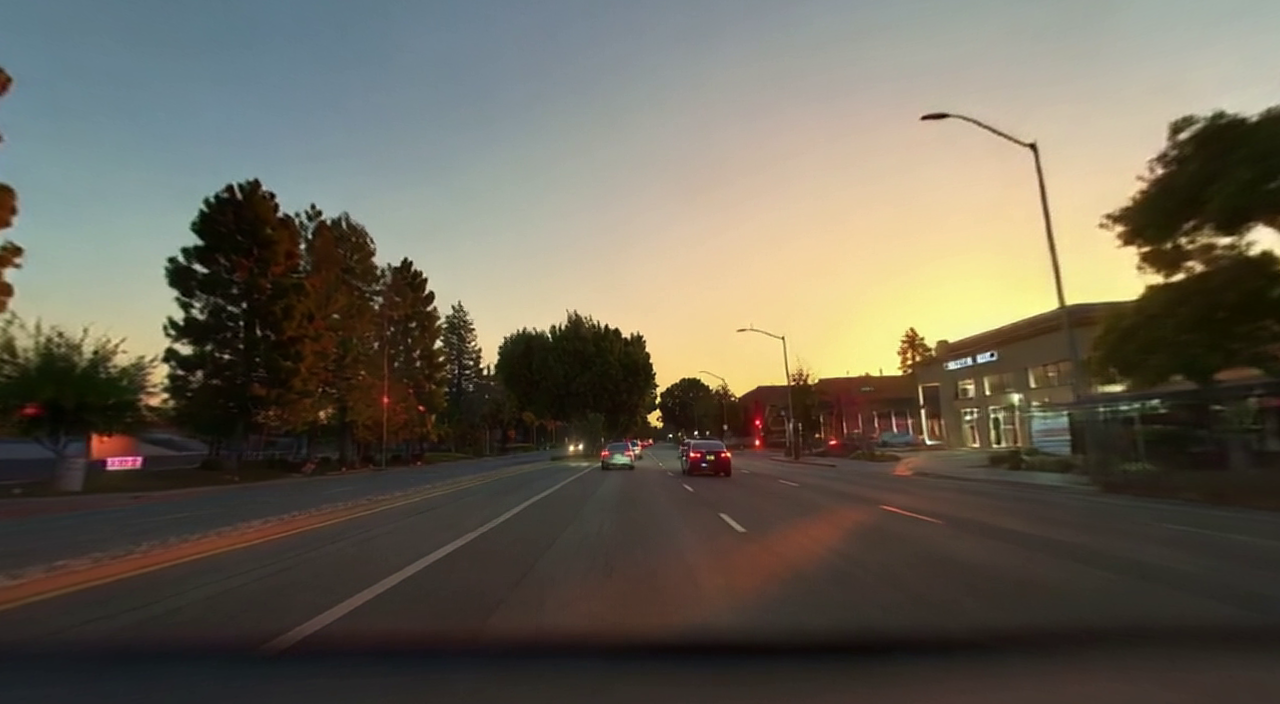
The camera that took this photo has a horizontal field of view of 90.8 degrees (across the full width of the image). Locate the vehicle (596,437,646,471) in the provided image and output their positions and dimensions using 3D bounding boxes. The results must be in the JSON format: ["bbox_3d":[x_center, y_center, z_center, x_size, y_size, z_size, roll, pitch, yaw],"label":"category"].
[{"bbox_3d":[-0.867,4.901,30.557,2.242,1.474,4.127,0,-8,0],"label":"vehicle"}]

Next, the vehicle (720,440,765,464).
[{"bbox_3d":[6.329,6.230,39.376,2.068,1.393,3.874,0,-8,-1],"label":"vehicle"}]

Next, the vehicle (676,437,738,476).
[{"bbox_3d":[2.714,4.380,26.781,2.057,1.491,4.675,0,-8,-1],"label":"vehicle"}]
